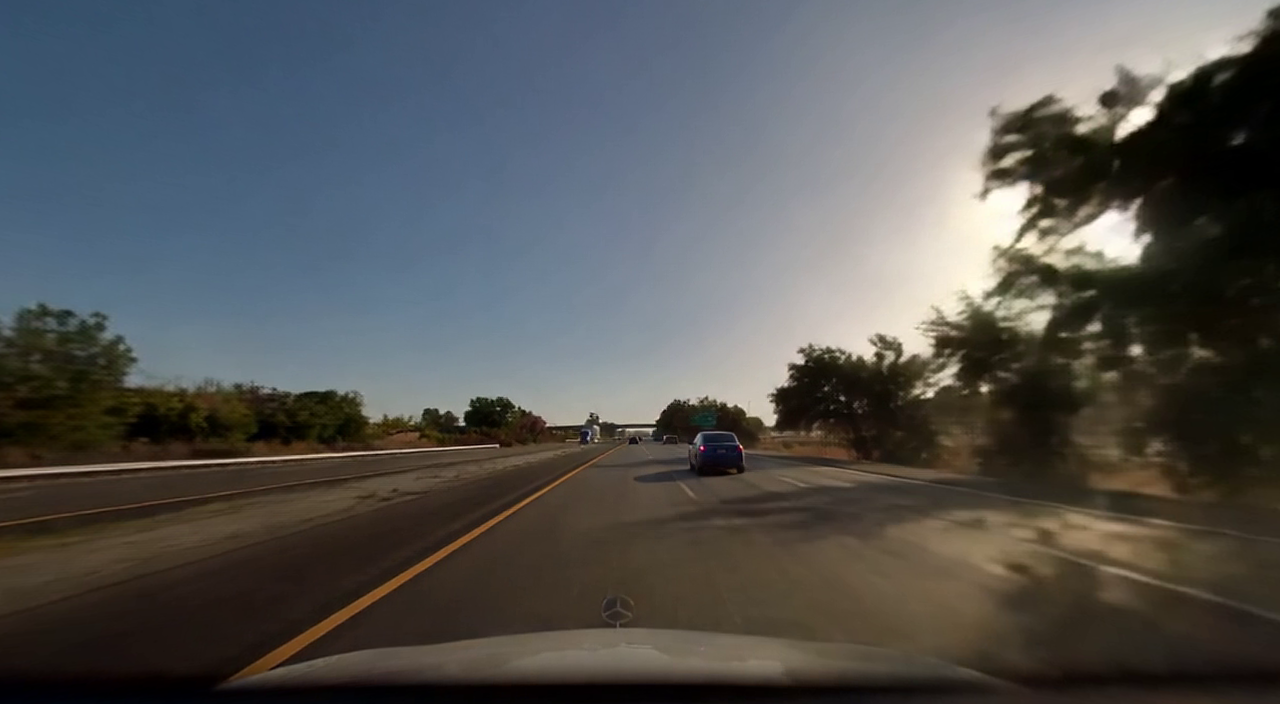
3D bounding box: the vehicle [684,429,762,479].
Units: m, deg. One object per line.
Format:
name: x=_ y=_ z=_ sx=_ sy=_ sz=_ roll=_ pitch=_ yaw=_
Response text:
vehicle: x=2.817 y=3.599 z=22.450 sx=2.084 sy=1.583 sz=4.420 roll=0 pitch=-8 yaw=-1
